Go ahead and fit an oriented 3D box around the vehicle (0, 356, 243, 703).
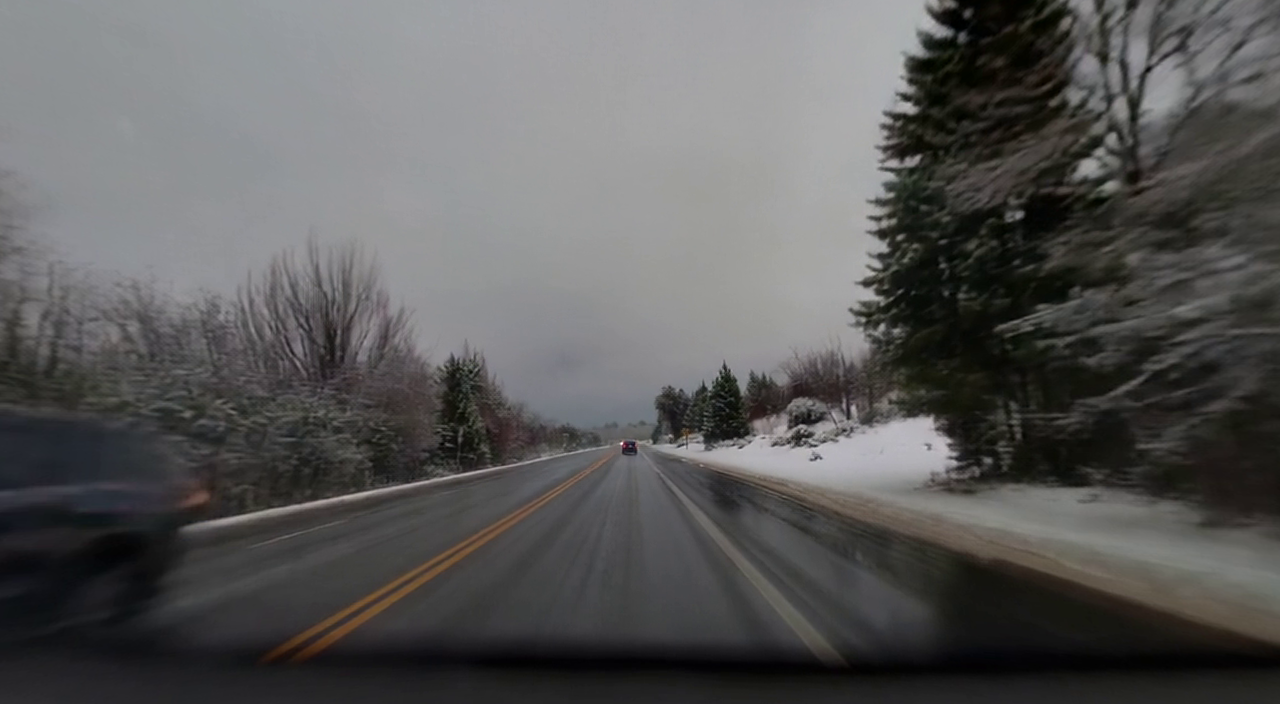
[{"bbox_3d":[-4.501,0.878,2.615,2.695,1.840,4.689,0,-9,-1],"label":"vehicle"}]
